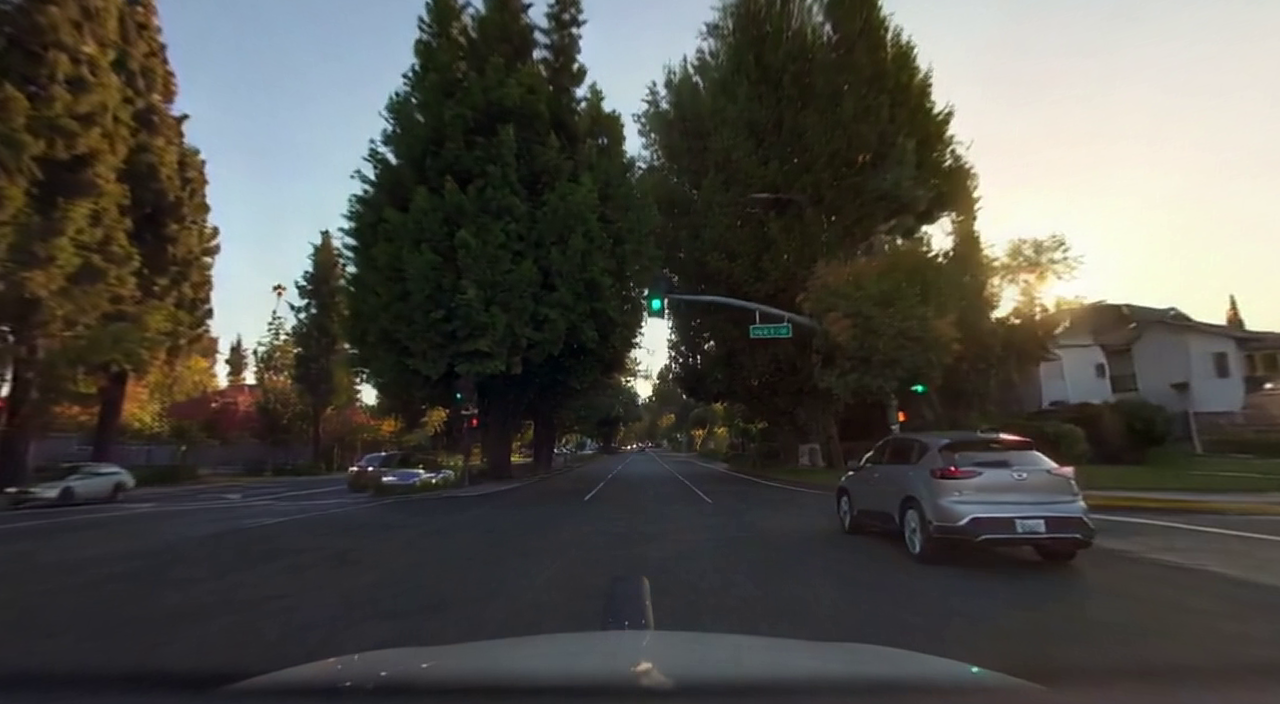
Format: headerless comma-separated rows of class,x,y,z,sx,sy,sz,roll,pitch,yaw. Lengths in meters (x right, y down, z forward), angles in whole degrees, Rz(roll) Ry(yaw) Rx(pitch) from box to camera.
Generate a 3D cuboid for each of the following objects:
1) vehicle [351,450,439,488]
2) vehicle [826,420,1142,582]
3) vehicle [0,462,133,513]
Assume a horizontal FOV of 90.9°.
vehicle,-10.339,4.933,26.970,2.029,1.453,4.188,0,-9,1
vehicle,3.972,1.757,8.136,2.018,1.591,3.564,0,-9,0
vehicle,-20.723,4.679,22.185,1.844,1.494,4.706,0,-9,0
